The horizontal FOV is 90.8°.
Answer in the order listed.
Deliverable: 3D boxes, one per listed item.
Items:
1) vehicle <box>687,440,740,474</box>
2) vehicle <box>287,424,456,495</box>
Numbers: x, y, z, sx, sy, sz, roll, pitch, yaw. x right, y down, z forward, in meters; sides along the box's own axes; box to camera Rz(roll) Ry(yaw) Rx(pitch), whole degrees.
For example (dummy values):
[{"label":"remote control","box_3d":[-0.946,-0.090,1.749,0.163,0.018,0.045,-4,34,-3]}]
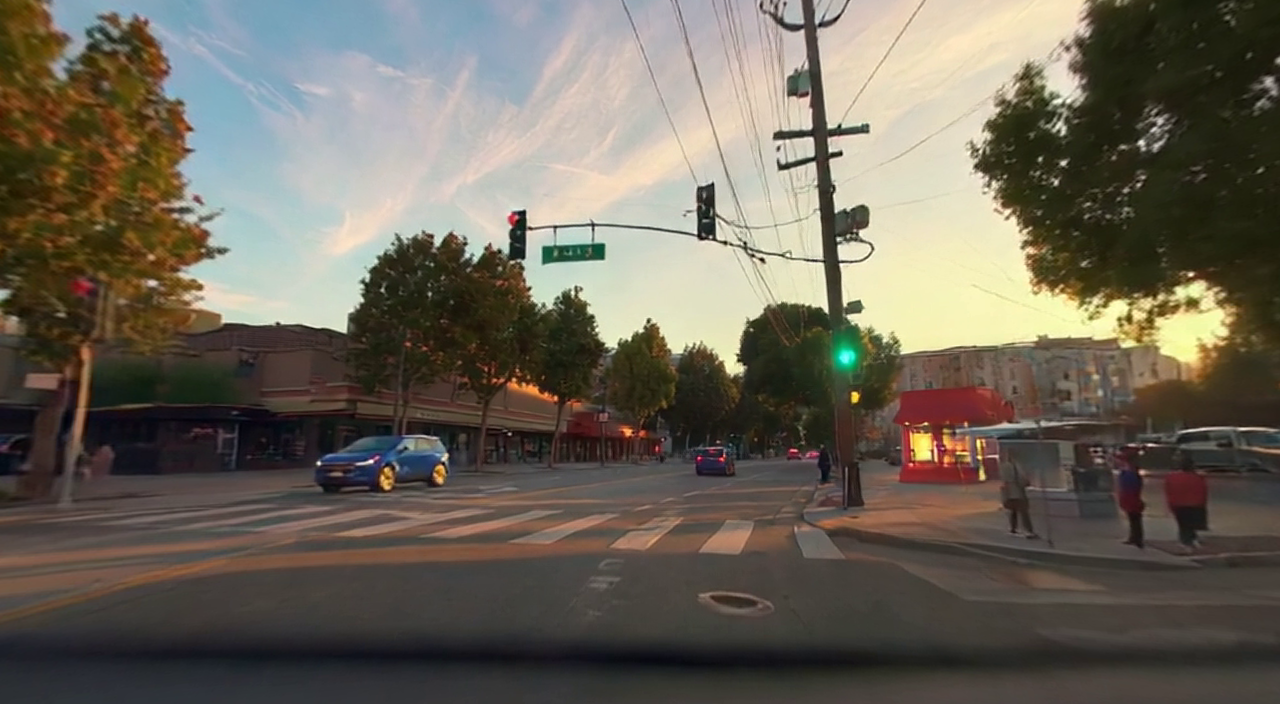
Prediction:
[{"label":"vehicle","box_3d":[4.162,5.793,34.984,2.101,1.721,4.364,-2,-9,18]},{"label":"vehicle","box_3d":[-7.207,2.950,17.606,2.017,1.684,4.483,-1,-9,13]}]
